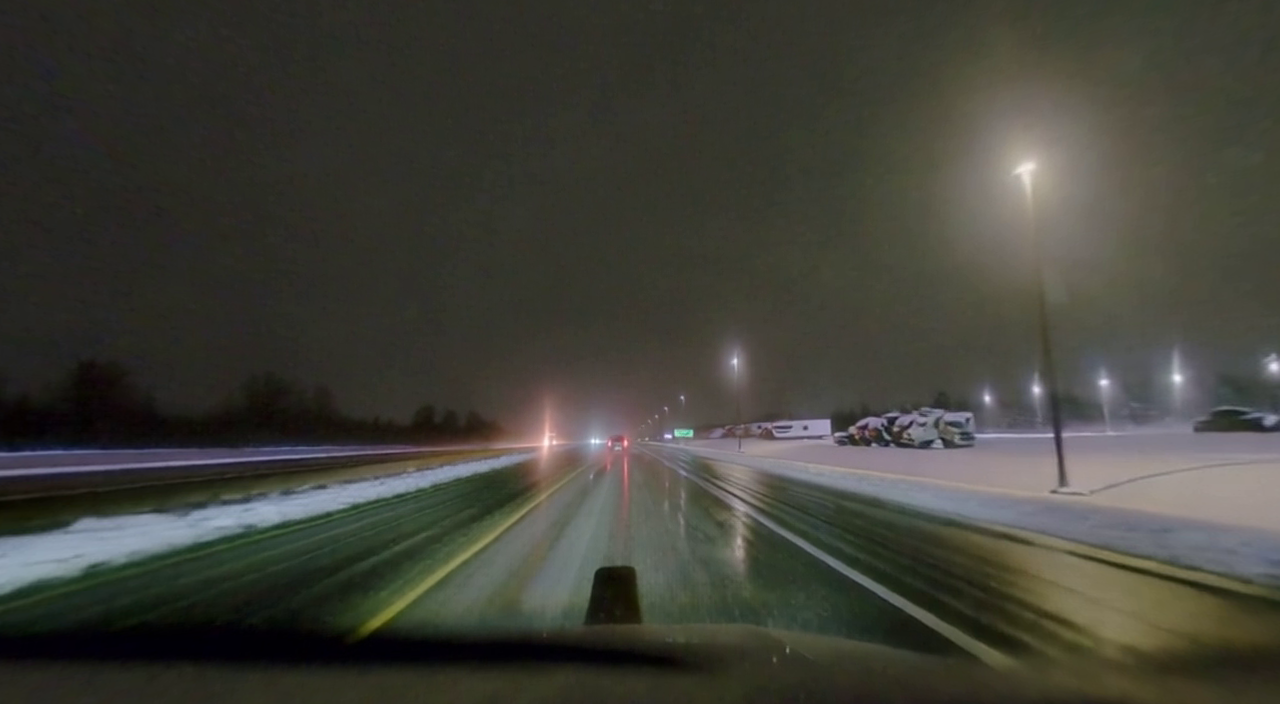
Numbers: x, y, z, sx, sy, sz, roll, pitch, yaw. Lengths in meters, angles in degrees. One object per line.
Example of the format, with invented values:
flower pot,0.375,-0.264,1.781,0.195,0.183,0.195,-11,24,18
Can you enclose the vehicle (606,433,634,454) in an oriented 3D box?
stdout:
vehicle,-1.532,6.942,47.773,2.037,1.504,4.248,0,-8,-2
